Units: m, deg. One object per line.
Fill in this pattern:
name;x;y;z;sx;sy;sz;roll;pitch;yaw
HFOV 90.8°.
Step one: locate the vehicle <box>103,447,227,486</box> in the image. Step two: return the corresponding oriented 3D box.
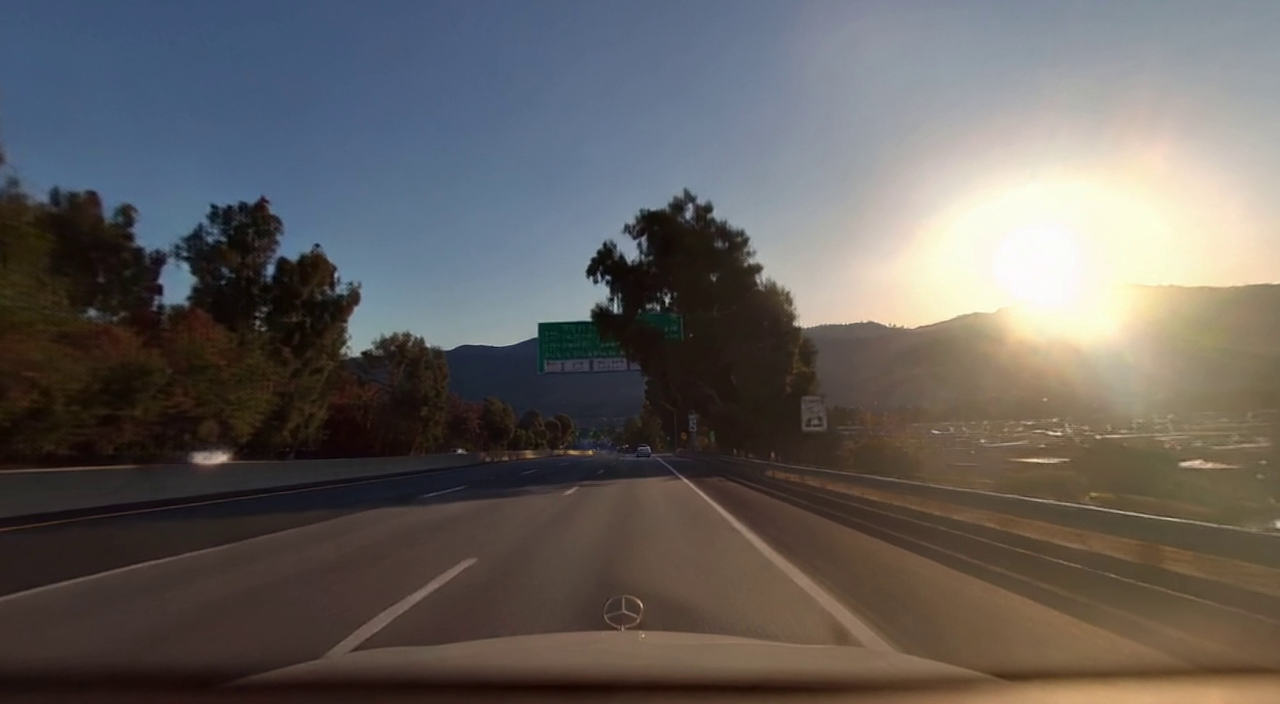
vehicle;-21.119;5.077;28.394;1.887;1.569;4.664;0;-9;1
